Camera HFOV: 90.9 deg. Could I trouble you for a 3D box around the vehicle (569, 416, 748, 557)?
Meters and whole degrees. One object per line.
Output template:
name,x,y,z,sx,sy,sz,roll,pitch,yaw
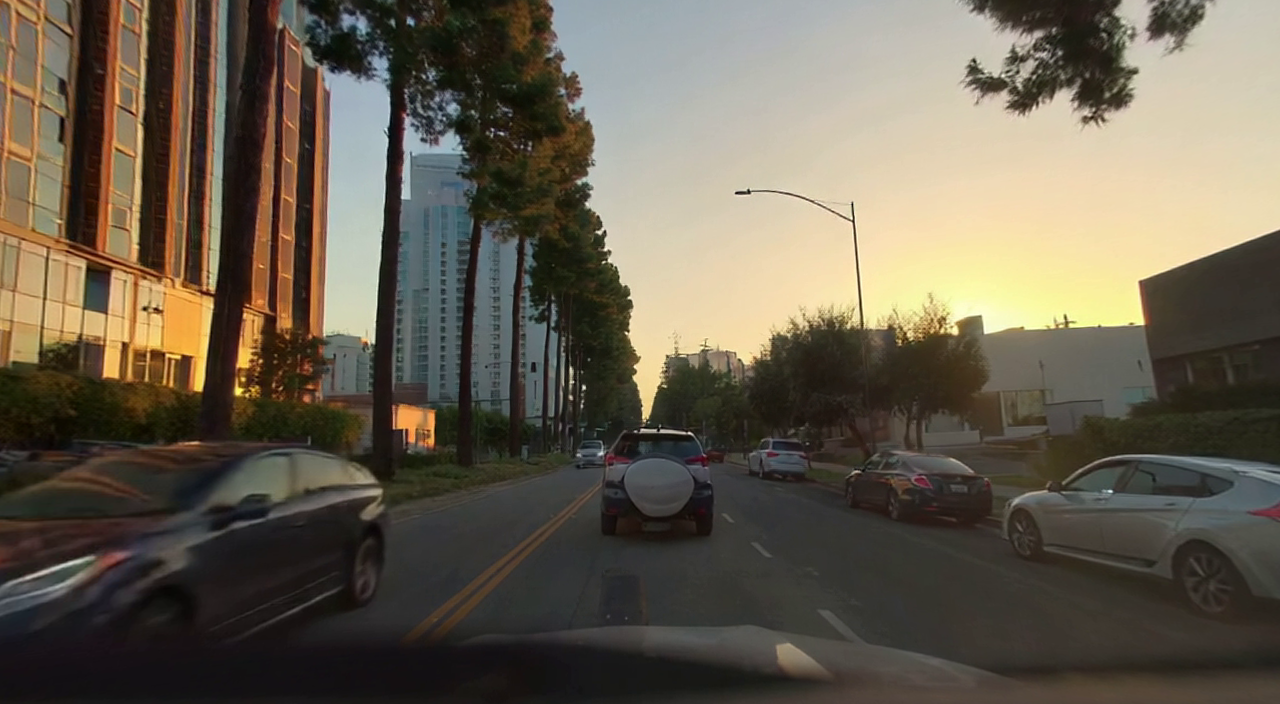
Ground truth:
vehicle,0.233,1.885,9.467,2.105,1.653,3.887,0,-9,0

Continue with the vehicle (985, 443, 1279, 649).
vehicle,5.540,1.629,6.069,1.809,1.478,4.623,0,-9,0

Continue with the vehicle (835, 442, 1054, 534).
vehicle,5.667,2.556,12.613,1.852,1.452,4.852,0,-9,-1

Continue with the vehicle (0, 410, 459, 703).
vehicle,-3.194,1.365,5.014,2.090,1.532,4.529,0,-9,1

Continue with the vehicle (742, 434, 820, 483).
vehicle,5.649,4.325,25.850,2.059,1.813,4.637,0,-9,-1
